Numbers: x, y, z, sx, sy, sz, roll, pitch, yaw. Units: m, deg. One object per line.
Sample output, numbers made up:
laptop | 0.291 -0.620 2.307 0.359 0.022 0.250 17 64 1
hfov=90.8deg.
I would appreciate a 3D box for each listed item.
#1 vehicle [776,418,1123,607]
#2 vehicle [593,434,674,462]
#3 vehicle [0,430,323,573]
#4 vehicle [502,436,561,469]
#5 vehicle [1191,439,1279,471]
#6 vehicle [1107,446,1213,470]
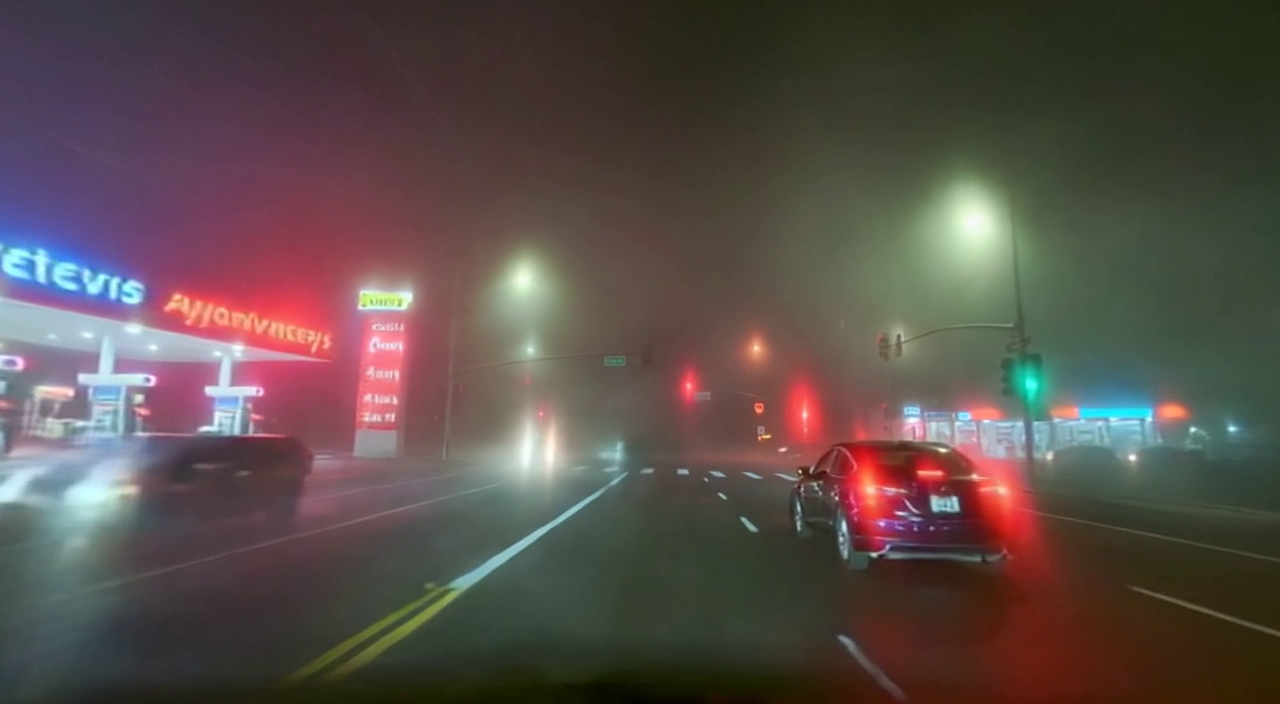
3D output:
vehicle | 3.004 1.650 7.441 1.995 1.525 4.392 0 -9 2
vehicle | -0.452 6.372 41.906 5.107 1.775 1.992 -6 -10 32
vehicle | -6.634 1.914 8.922 1.917 1.487 4.411 -1 -8 1
vehicle | -6.008 5.504 34.669 2.196 1.696 4.484 3 -9 -22
vehicle | 33.238 5.555 34.202 4.568 1.643 1.911 -3 -9 19
vehicle | 33.214 6.785 40.505 4.792 1.467 1.831 -3 -9 18
